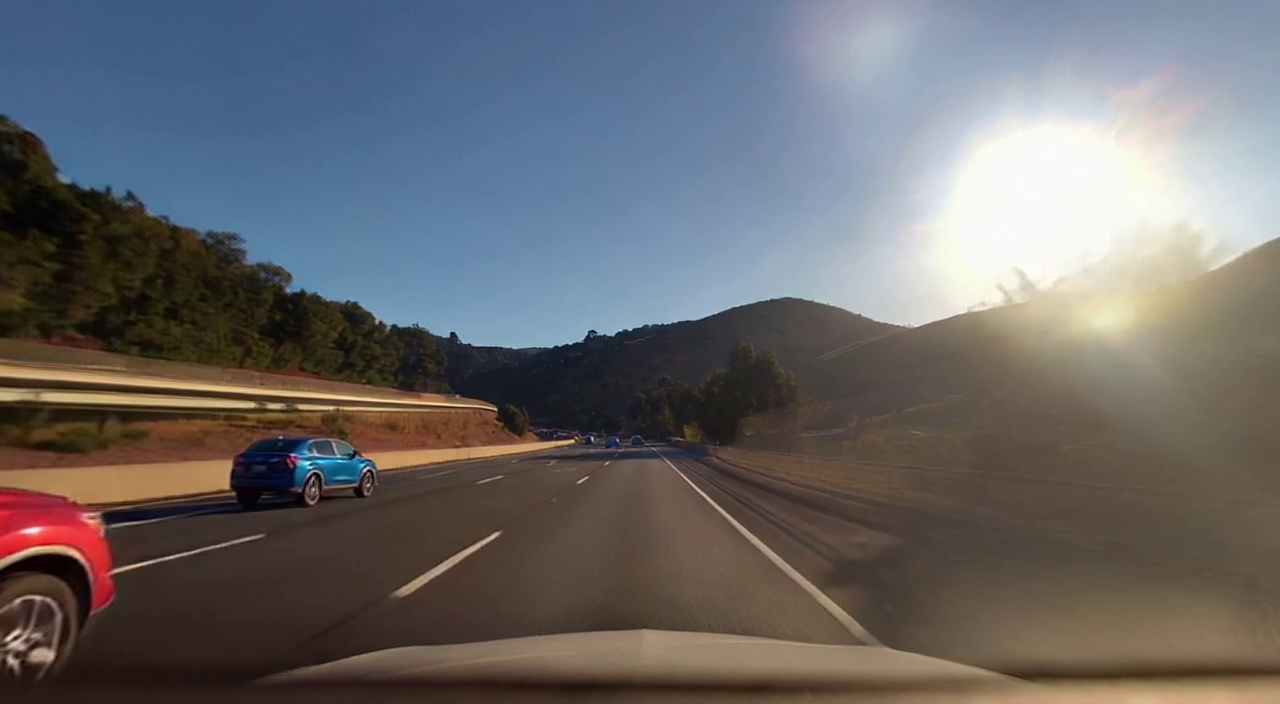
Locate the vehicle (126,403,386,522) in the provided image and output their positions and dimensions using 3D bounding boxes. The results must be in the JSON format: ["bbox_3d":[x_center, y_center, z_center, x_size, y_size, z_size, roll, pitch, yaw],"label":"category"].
[{"bbox_3d":[-7.322,2.186,12.891,2.151,1.925,4.945,0,-9,0],"label":"vehicle"}]
